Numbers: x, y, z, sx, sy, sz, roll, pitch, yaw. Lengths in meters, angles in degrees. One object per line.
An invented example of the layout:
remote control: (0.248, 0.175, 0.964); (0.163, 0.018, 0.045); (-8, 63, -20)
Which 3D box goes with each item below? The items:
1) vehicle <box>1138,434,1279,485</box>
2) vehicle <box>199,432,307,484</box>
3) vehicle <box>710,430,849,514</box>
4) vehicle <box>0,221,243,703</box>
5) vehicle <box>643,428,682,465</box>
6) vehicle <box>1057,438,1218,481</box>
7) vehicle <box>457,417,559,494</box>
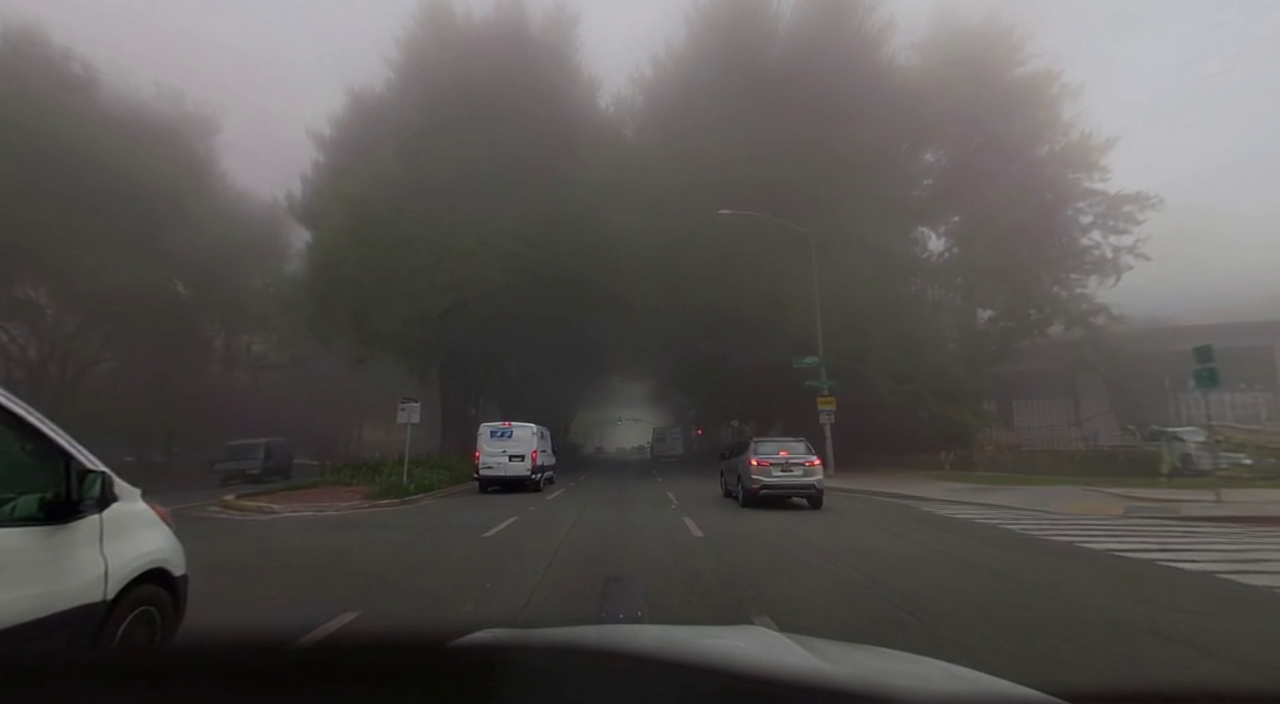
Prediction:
vehicle: (18.617, 3.374, 20.099); (4.210, 1.480, 1.922); (1, -9, -10)
vehicle: (-23.189, 6.395, 38.357); (2.408, 2.860, 6.627); (0, -9, -1)
vehicle: (3.054, 2.750, 15.011); (2.087, 1.658, 4.612); (0, -9, -2)
vehicle: (-3.404, 0.403, 0.712); (2.269, 2.190, 5.680); (1, -8, -1)
vehicle: (1.583, 7.087, 47.328); (2.397, 2.566, 5.324); (0, -9, -3)
vehicle: (18.034, 3.873, 23.009); (4.459, 1.467, 2.059); (2, -8, -11)
vehicle: (-4.175, 3.392, 20.919); (2.420, 2.227, 4.499); (0, -9, -1)
